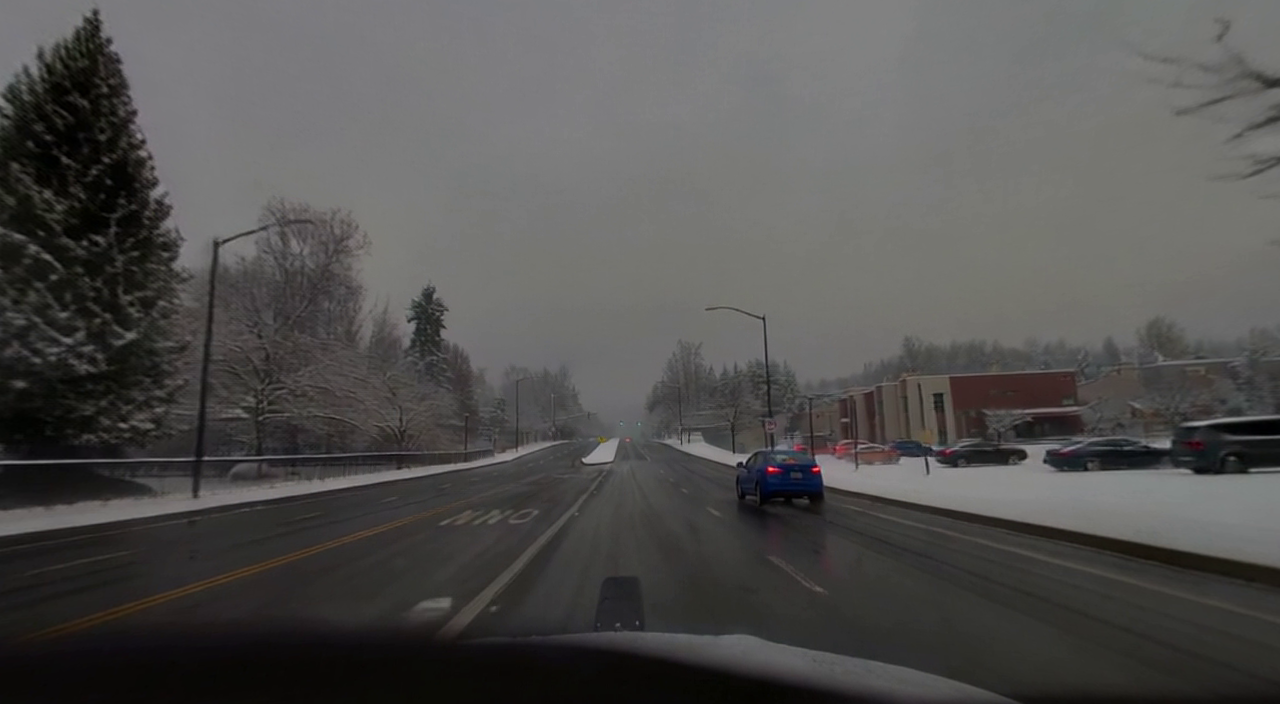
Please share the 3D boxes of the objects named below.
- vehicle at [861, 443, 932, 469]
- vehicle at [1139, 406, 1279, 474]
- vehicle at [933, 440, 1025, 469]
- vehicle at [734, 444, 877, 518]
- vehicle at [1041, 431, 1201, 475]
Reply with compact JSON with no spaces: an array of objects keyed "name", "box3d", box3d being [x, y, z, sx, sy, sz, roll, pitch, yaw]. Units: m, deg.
[{"name":"vehicle","box3d":[19.418,7.895,47.873,4.418,1.418,1.873,-5,-14,-2]},{"name":"vehicle","box3d":[18.527,2.523,18.147,6.156,1.801,2.491,-1,-9,0]},{"name":"vehicle","box3d":[17.682,5.344,33.096,3.622,1.432,2.029,0,-9,-3]},{"name":"vehicle","box3d":[3.736,2.974,15.232,2.114,1.493,4.430,0,-8,-2]},{"name":"vehicle","box3d":[18.162,3.828,24.016,4.436,1.556,1.997,0,-9,-2]}]
